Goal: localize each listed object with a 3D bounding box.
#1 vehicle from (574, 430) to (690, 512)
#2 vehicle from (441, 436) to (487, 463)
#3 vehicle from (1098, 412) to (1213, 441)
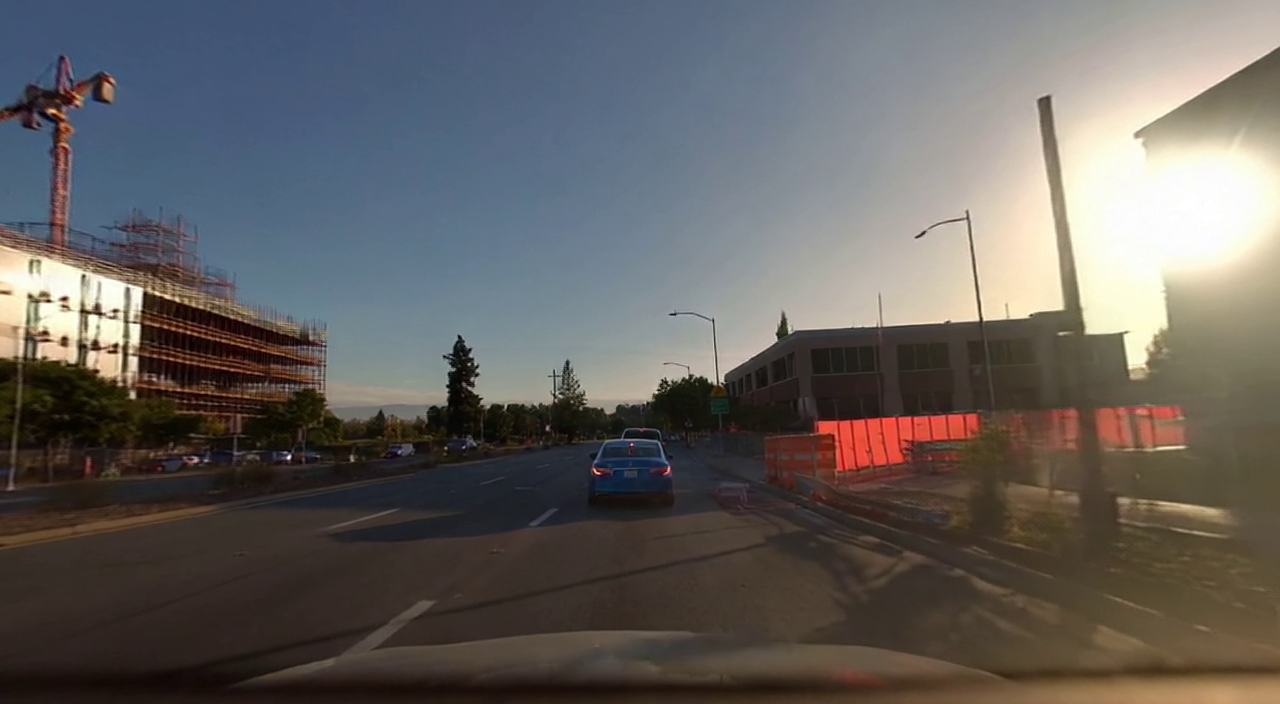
[{"bbox_3d":[-0.143,2.489,13.618,2.112,1.482,4.076,0,-8,0],"label":"vehicle"},{"bbox_3d":[-10.369,5.702,36.916,2.072,1.465,4.394,3,-9,-22],"label":"vehicle"},{"bbox_3d":[27.809,4.077,34.117,4.455,1.494,1.926,0,-9,1],"label":"vehicle"}]
